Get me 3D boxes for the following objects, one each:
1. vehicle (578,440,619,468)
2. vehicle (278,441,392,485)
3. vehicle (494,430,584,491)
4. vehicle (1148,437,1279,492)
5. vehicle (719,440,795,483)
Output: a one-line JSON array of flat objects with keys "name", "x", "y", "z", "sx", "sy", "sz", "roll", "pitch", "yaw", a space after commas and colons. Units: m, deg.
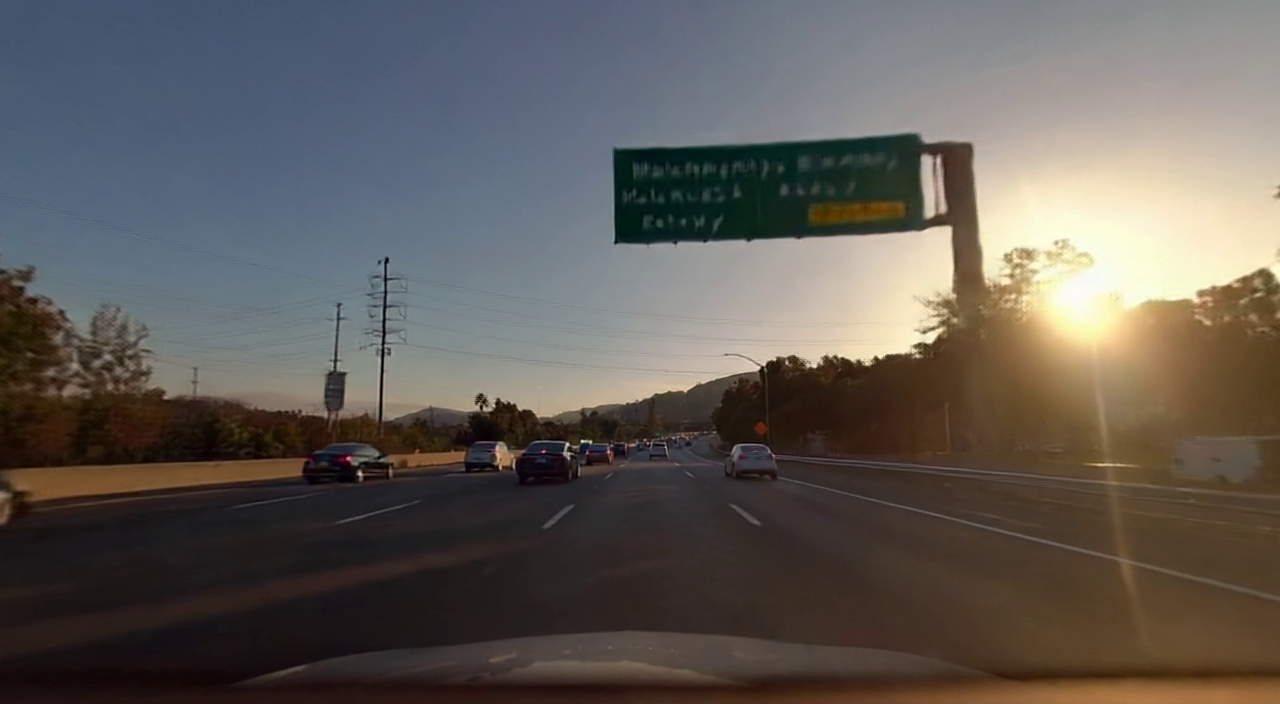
[{"name": "vehicle", "x": -2.567, "y": 6.393, "z": 39.752, "sx": 2.133, "sy": 1.668, "sz": 4.505, "roll": 0, "pitch": -8, "yaw": 2}, {"name": "vehicle", "x": -11.128, "y": 4.054, "z": 23.439, "sx": 1.877, "sy": 1.458, "sz": 4.543, "roll": 0, "pitch": -8, "yaw": 1}, {"name": "vehicle", "x": -3.153, "y": 3.513, "z": 20.760, "sx": 2.133, "sy": 1.775, "sz": 4.530, "roll": 0, "pitch": -8, "yaw": 1}, {"name": "vehicle", "x": 26.103, "y": 4.857, "z": 27.534, "sx": 5.833, "sy": 2.255, "sz": 2.187, "roll": 0, "pitch": -8, "yaw": 0}, {"name": "vehicle", "x": 4.399, "y": 4.188, "z": 24.444, "sx": 2.022, "sy": 1.472, "sz": 4.678, "roll": 0, "pitch": -8, "yaw": 0}]
